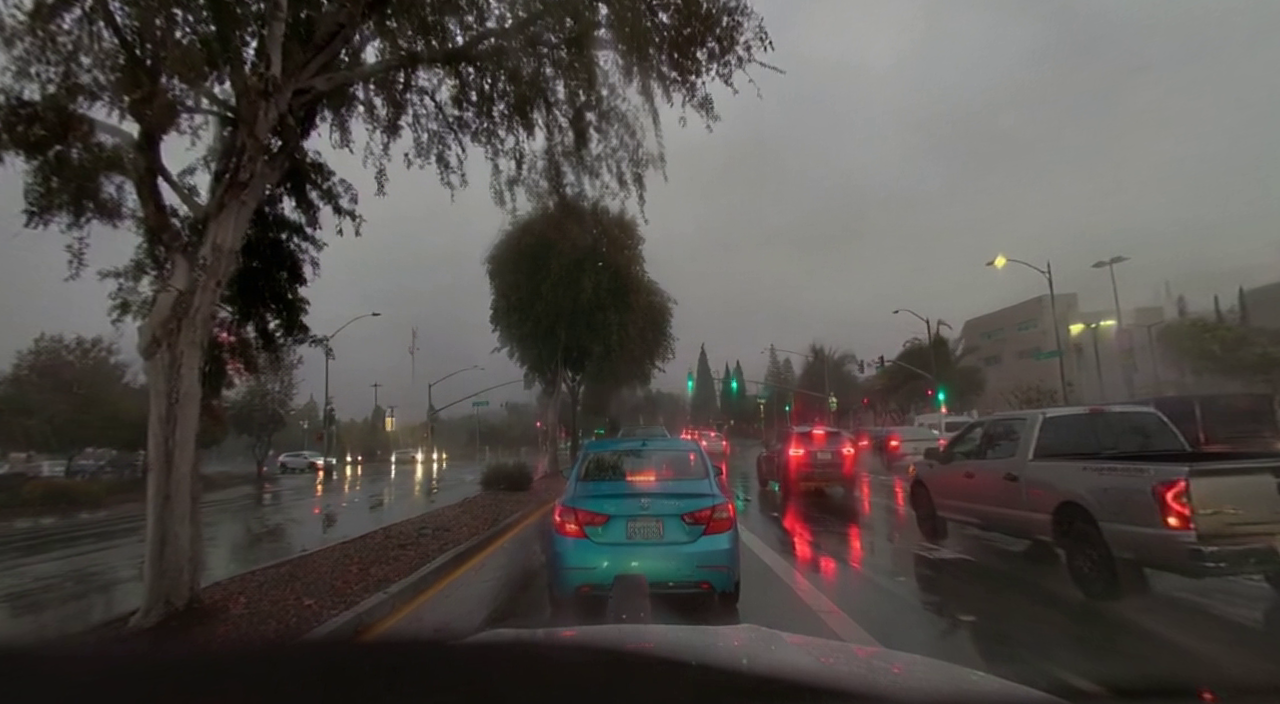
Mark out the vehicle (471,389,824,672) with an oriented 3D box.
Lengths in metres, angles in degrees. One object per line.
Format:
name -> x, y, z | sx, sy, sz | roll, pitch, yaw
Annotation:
vehicle -> 0.006, 1.360, 5.859 | 2.116, 1.677, 3.948 | 0, -8, -1

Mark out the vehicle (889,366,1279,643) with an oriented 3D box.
vehicle -> 4.553, 1.326, 6.524 | 2.019, 1.803, 4.634 | 0, -8, 0

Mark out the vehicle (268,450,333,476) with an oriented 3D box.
vehicle -> -24.060, 7.844, 44.878 | 1.798, 1.706, 4.385 | -1, -8, 6
